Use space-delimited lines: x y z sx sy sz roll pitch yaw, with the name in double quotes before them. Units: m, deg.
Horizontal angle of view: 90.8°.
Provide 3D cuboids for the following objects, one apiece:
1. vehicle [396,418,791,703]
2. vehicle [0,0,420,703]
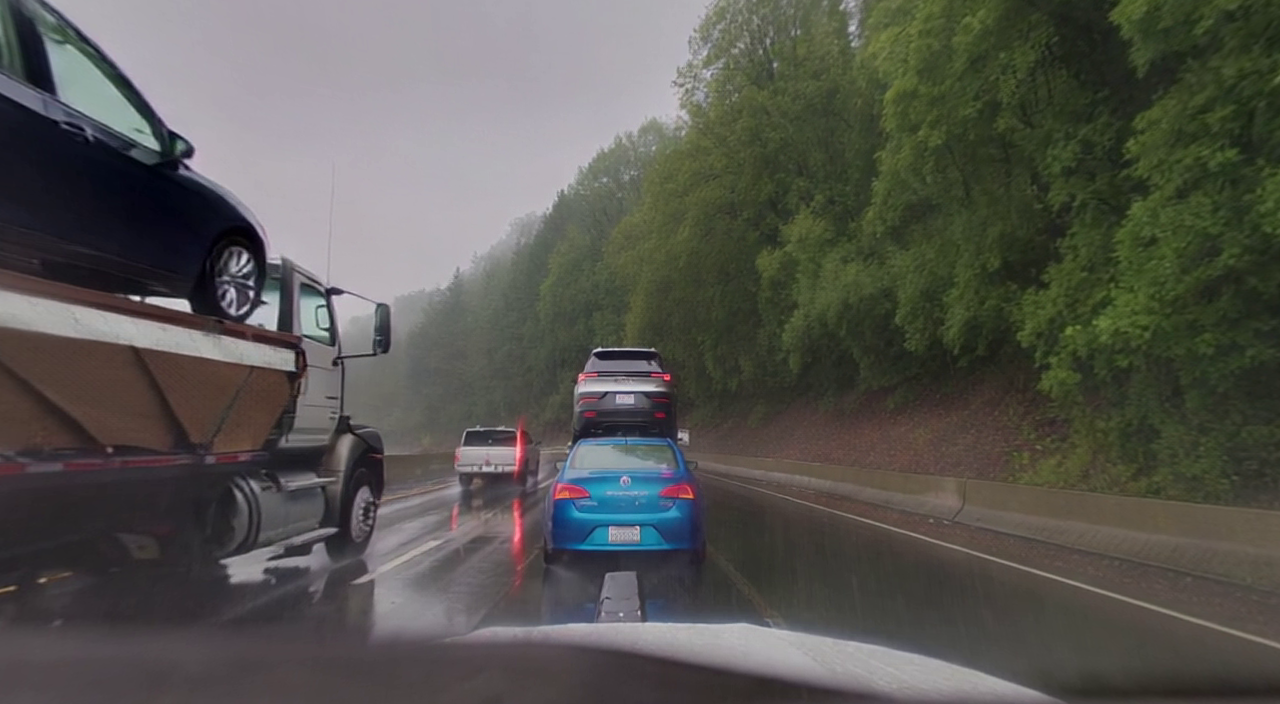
"vehicle" -0.273 1.363 4.961 1.991 1.507 3.391 0 -9 -1
"vehicle" -4.584 0.348 5.822 2.963 3.836 6.016 0 -9 -1
